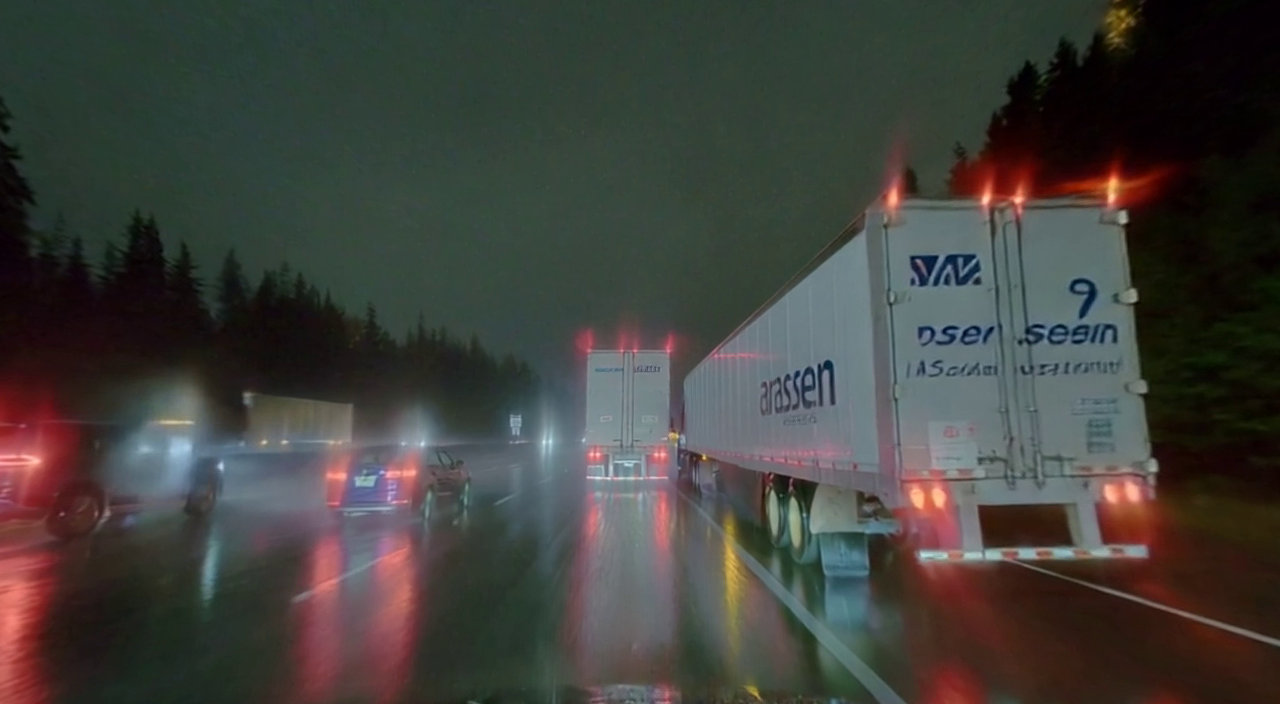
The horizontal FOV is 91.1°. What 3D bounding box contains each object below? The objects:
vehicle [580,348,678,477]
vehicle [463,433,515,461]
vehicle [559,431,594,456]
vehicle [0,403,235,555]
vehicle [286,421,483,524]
[{"bbox_3d":[-0.445,2.619,25.420,3.118,4.106,10.719,0,-8,-1],"label":"vehicle"},{"bbox_3d":[-8.651,5.474,36.474,1.976,1.510,4.604,0,-8,-1],"label":"vehicle"},{"bbox_3d":[-4.432,6.471,44.398,2.104,1.653,4.302,0,-8,-1],"label":"vehicle"},{"bbox_3d":[-8.063,1.659,8.849,1.990,1.654,4.129,0,-8,-1],"label":"vehicle"},{"bbox_3d":[-4.227,2.024,11.184,1.933,1.492,3.838,0,-8,-1],"label":"vehicle"}]
